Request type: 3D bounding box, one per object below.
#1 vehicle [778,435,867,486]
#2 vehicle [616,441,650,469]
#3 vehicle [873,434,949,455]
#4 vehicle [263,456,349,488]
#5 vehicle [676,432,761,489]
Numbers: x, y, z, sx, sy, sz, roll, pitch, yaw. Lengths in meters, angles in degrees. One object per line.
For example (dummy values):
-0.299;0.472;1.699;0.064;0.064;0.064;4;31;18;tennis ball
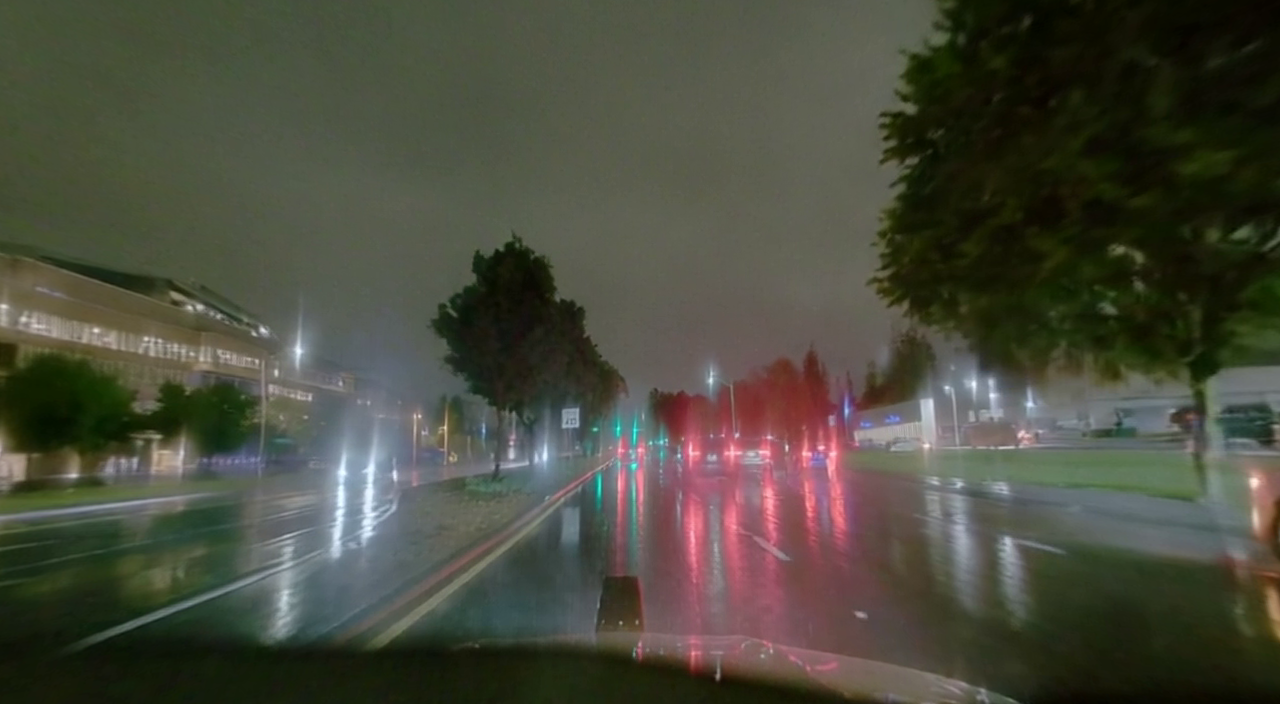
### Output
6.701;4.019;23.715;2.025;1.719;4.161;0;-8;-1;vehicle
-0.453;6.768;41.731;2.132;1.693;3.819;0;-8;-1;vehicle
20.239;6.931;47.315;4.608;1.533;2.193;0;-8;-1;vehicle
-18.339;6.591;34.964;2.129;1.531;4.696;0;-8;1;vehicle
2.645;3.791;22.466;2.227;1.794;4.457;0;-8;-3;vehicle
